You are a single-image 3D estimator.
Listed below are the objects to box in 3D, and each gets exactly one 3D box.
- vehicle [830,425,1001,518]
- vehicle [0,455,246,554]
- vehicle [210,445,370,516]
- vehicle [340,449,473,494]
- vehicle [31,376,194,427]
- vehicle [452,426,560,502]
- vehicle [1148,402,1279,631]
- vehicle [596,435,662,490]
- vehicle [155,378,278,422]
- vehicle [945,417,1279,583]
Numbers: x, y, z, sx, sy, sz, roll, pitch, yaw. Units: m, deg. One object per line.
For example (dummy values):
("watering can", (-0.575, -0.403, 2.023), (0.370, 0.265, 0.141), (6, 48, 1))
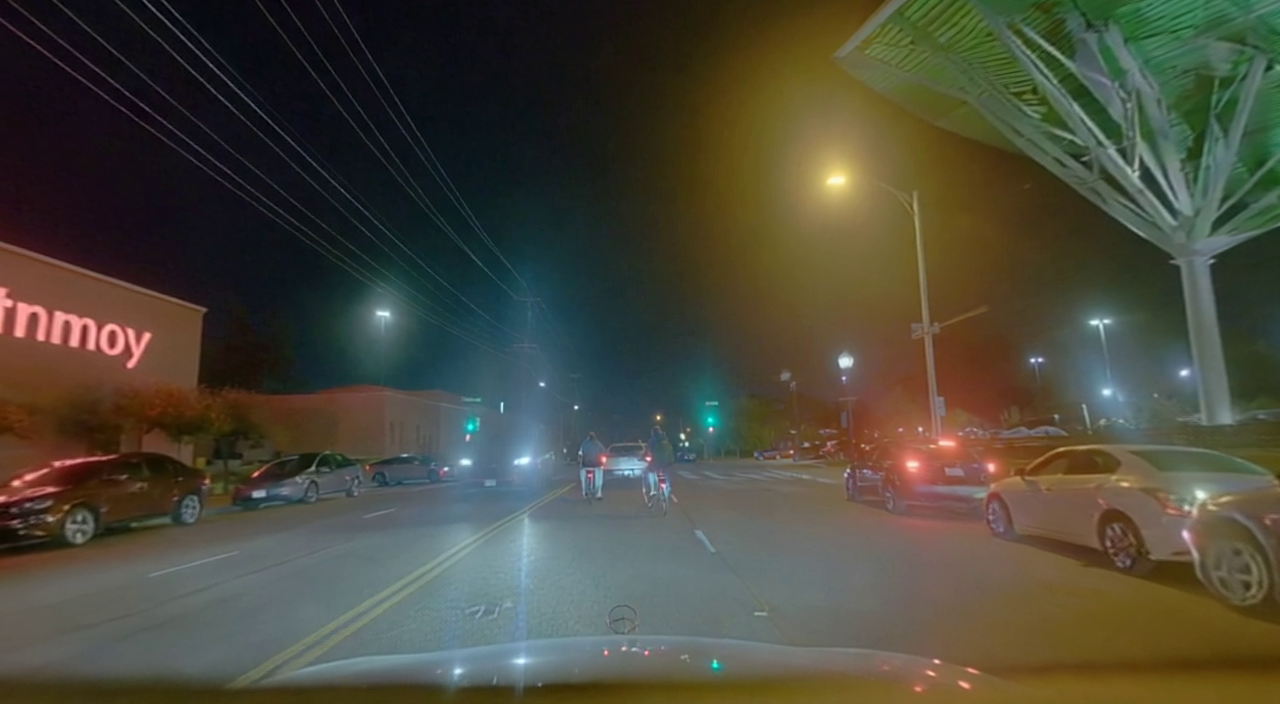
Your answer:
("vehicle", (5.790, 2.543, 13.902), (1.873, 1.714, 3.979), (0, -8, -1))
("vehicle", (-10.274, 2.856, 12.581), (1.904, 1.495, 4.585), (0, -8, 0))
("vehicle", (-10.274, 3.755, 19.142), (2.075, 1.816, 4.900), (0, -8, -1))
("vehicle", (-10.265, 5.277, 28.113), (4.961, 1.832, 2.287), (0, -8, -1))
("vehicle", (-17.290, 1.661, 20.850), (3.750, 1.495, 1.727), (-1, -8, -2))
("vehicle", (-3.834, 3.317, 19.130), (2.184, 1.954, 4.898), (0, -8, 0))
("vehicle", (5.538, 1.012, 3.393), (1.972, 1.623, 4.469), (0, -8, 2))
("vehicle", (-0.385, 3.950, 22.901), (2.190, 1.783, 4.048), (0, -8, -1))
("vehicle", (-17.139, 1.986, 25.722), (3.685, 1.584, 1.708), (1, -9, -3))
("vehicle", (5.862, 1.713, 8.099), (1.900, 1.566, 3.995), (0, -8, 0))
